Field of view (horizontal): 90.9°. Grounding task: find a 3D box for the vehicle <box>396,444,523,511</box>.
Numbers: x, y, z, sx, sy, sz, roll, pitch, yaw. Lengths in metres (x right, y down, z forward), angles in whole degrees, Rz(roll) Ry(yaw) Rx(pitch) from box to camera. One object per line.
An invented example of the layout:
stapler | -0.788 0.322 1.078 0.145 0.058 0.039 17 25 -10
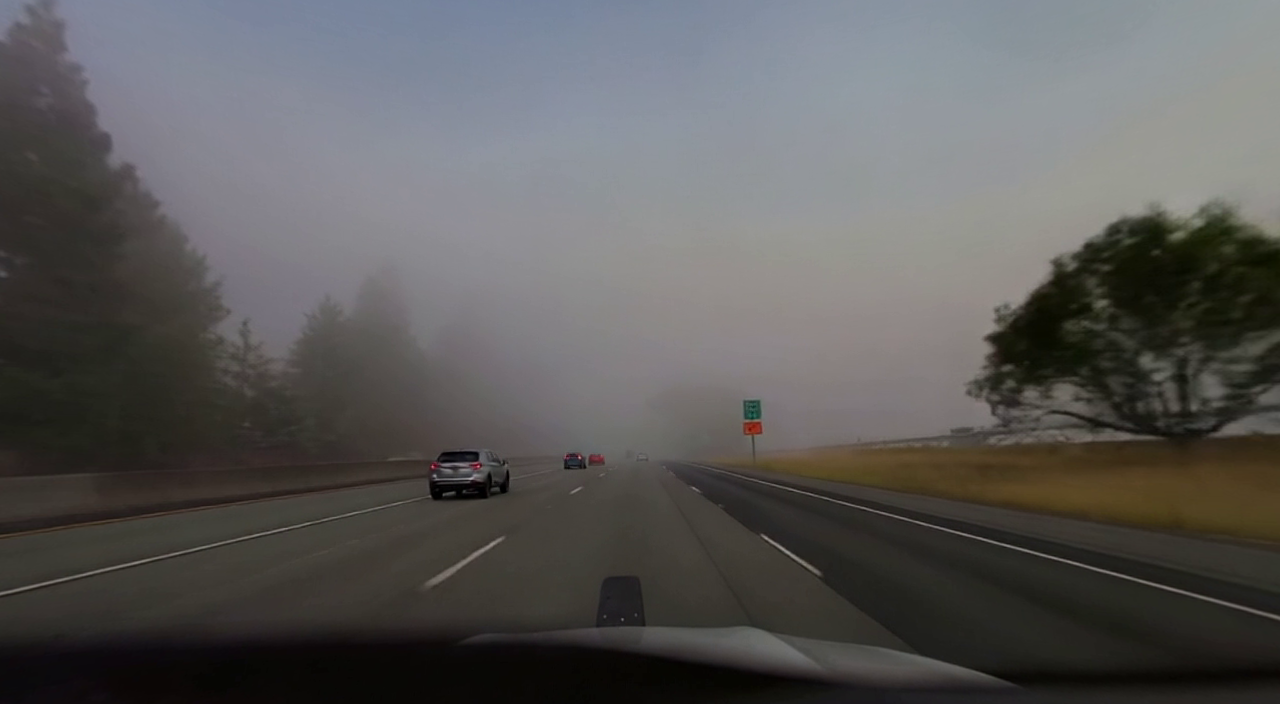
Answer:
vehicle | -4.526 3.219 16.640 1.975 1.501 4.603 0 -9 0

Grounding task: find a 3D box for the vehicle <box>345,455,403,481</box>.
vehicle | -17.785 7.769 42.395 1.960 1.636 4.304 0 -9 1

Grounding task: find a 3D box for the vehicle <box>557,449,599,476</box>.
vehicle | -3.551 6.413 36.751 2.005 1.474 3.921 0 -9 1
